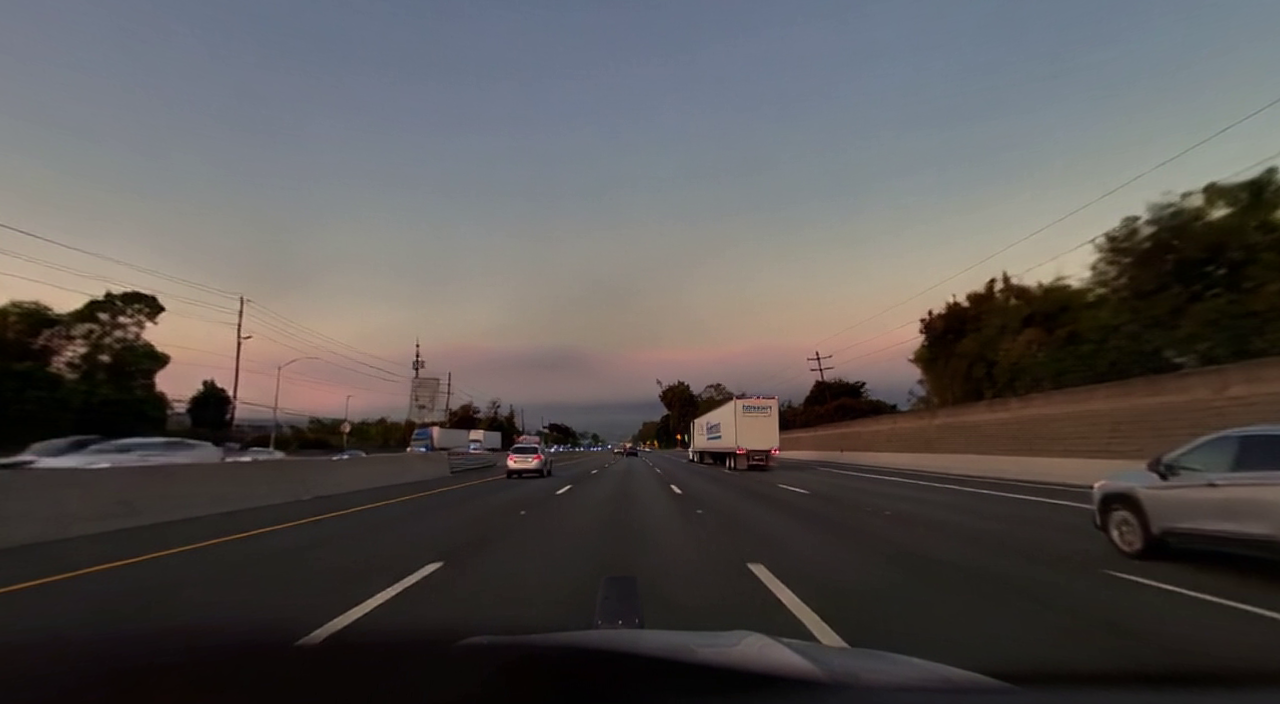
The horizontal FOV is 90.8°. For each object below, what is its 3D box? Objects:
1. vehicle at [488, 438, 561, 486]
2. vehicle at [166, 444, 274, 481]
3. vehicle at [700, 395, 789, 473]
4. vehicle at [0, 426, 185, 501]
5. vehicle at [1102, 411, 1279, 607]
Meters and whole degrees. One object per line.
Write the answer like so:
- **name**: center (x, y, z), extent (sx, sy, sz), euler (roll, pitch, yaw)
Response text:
- **vehicle**: center (-4.296, 4.171, 24.214), extent (2.027, 1.651, 4.099), euler (0, -9, 0)
- **vehicle**: center (-20.969, 5.518, 31.845), extent (2.210, 1.695, 4.700), euler (0, -8, -1)
- **vehicle**: center (6.409, 5.646, 42.331), extent (2.919, 4.195, 15.833), euler (0, -9, -1)
- **vehicle**: center (-13.183, 2.618, 15.151), extent (1.734, 1.554, 3.743), euler (0, -9, -1)
- **vehicle**: center (6.413, 1.287, 5.082), extent (1.991, 1.647, 4.409), euler (0, -9, -1)
